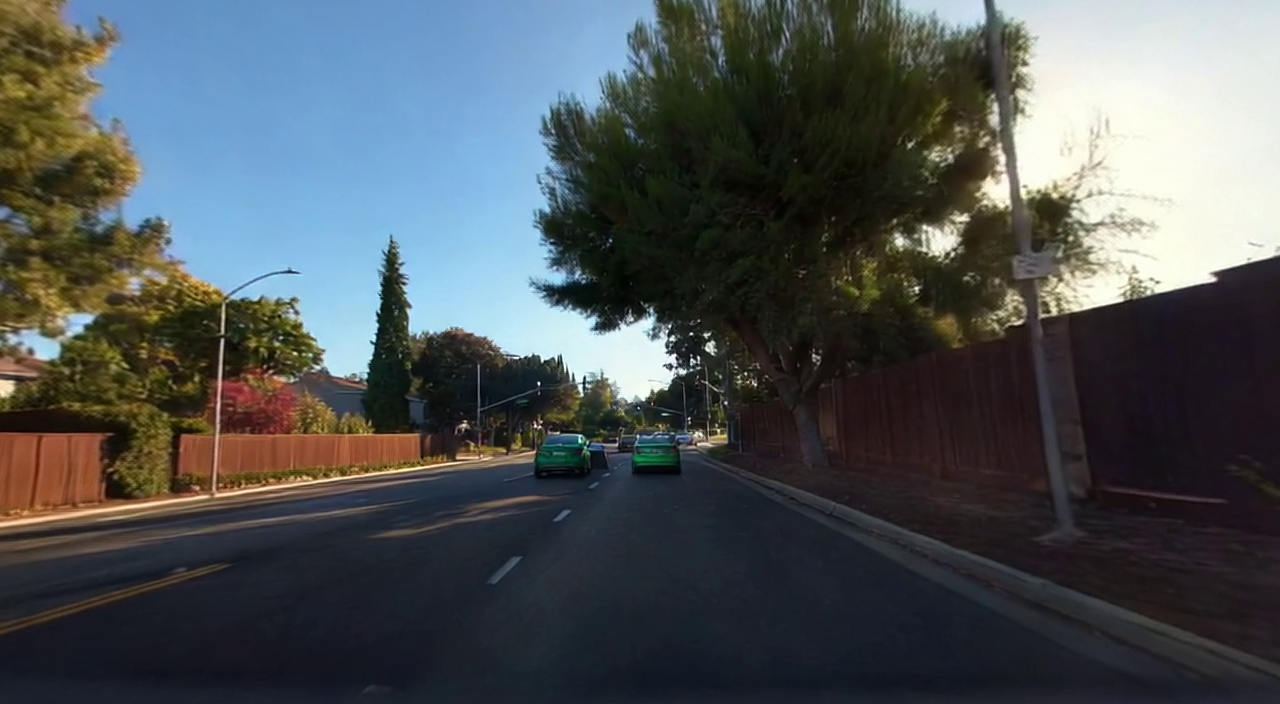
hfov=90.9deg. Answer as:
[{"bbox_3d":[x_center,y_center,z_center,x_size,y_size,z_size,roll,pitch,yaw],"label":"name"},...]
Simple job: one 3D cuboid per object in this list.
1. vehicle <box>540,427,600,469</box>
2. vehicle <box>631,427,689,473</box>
[{"bbox_3d":[-3.054,4.341,28.541,2.190,1.766,4.394,0,-8,1],"label":"vehicle"},{"bbox_3d":[0.766,3.867,25.030,2.127,1.665,3.993,0,-8,1],"label":"vehicle"}]
